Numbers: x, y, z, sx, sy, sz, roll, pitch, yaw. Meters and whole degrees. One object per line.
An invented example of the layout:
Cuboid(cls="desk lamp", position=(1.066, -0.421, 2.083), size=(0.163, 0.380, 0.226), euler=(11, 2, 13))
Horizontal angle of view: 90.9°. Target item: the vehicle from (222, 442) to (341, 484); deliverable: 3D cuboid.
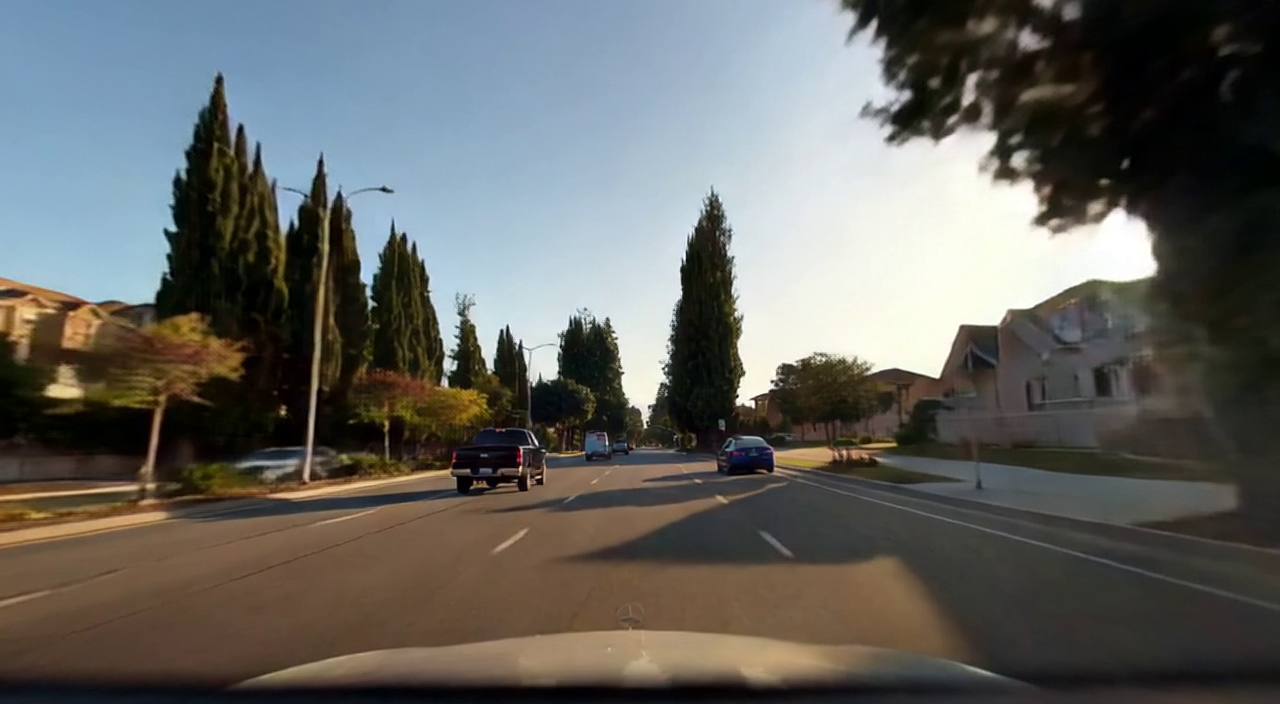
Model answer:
Cuboid(cls="vehicle", position=(-13.545, 4.195, 24.160), size=(1.893, 1.456, 4.356), euler=(0, -9, 2))

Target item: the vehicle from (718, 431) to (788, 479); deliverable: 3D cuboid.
Cuboid(cls="vehicle", position=(4.390, 4.073, 25.219), size=(2.016, 1.736, 4.356), euler=(0, -8, 0))

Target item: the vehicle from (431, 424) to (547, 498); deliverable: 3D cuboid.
Cuboid(cls="vehicle", position=(-3.951, 2.941, 17.426), size=(2.002, 1.747, 4.728), euler=(0, -8, 0))
